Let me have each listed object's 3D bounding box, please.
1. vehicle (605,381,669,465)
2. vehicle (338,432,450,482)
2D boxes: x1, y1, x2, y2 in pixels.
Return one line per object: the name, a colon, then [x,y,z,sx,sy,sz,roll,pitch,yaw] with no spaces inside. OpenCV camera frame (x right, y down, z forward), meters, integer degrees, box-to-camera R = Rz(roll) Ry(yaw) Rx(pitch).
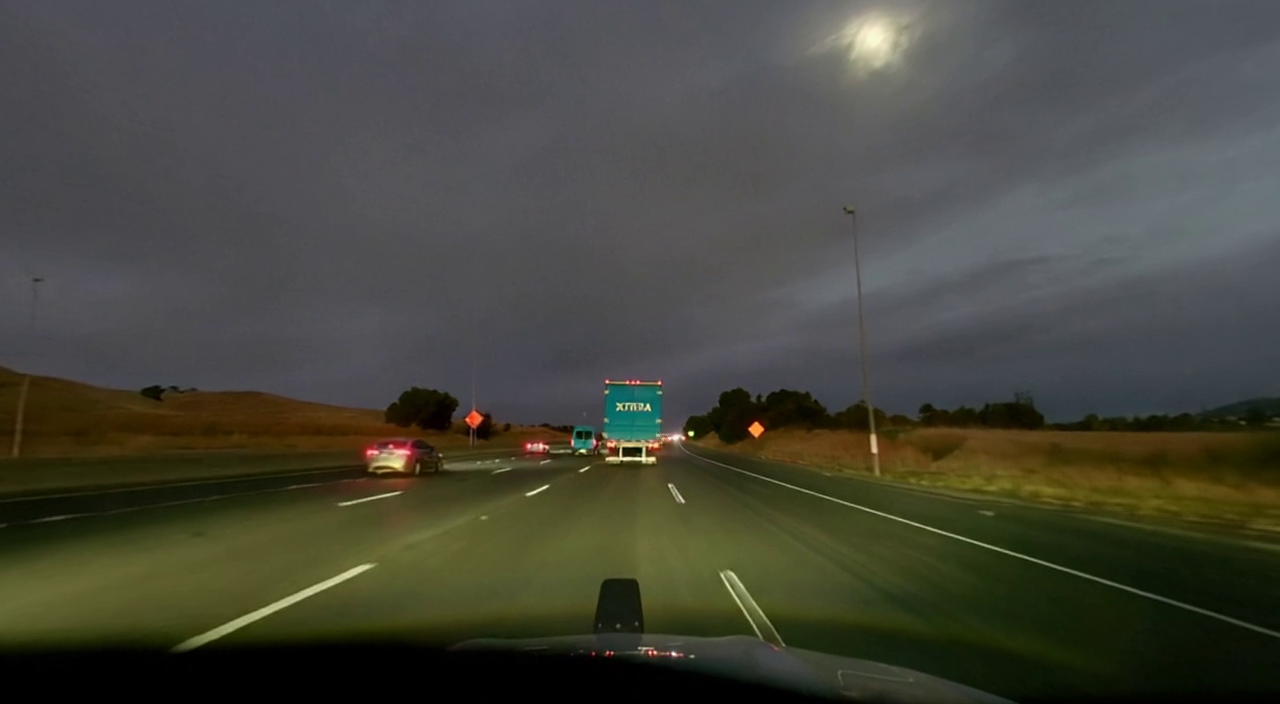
vehicle: [-0.197,4.405,36.289,3.183,4.011,9.617,-1,-11,0]
vehicle: [-8.344,3.600,21.857,1.915,1.506,4.594,0,-8,2]
